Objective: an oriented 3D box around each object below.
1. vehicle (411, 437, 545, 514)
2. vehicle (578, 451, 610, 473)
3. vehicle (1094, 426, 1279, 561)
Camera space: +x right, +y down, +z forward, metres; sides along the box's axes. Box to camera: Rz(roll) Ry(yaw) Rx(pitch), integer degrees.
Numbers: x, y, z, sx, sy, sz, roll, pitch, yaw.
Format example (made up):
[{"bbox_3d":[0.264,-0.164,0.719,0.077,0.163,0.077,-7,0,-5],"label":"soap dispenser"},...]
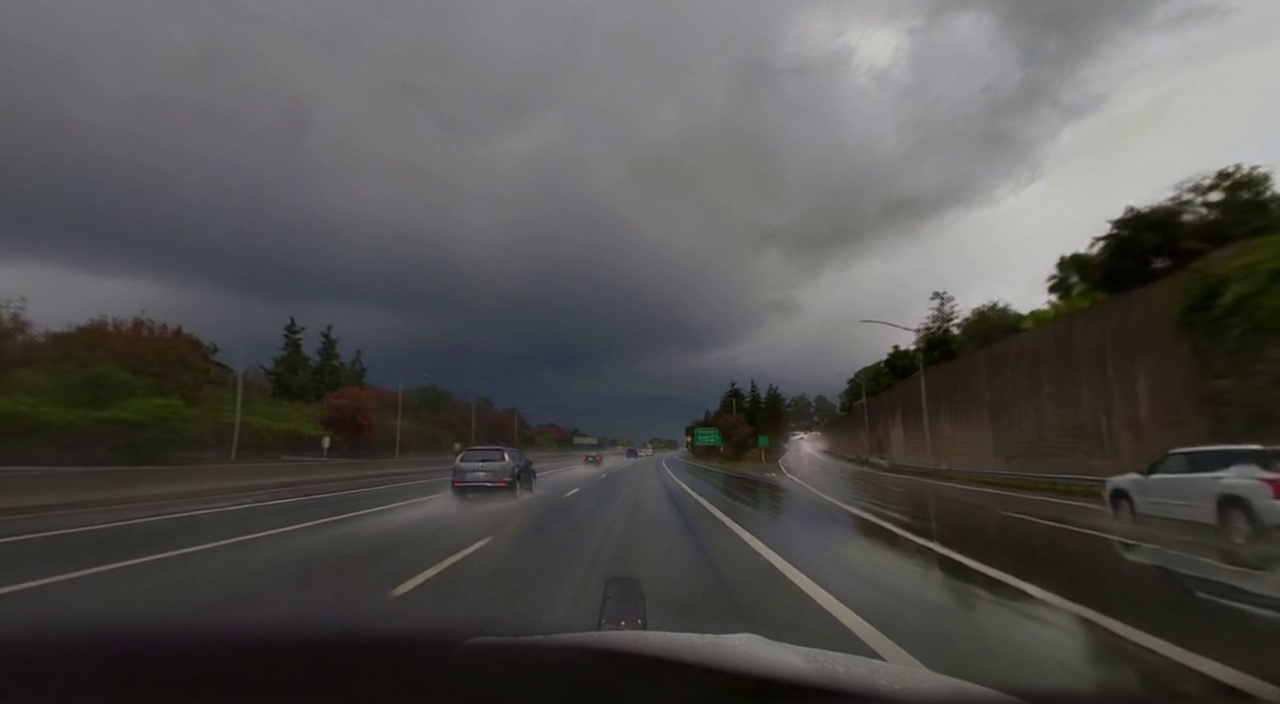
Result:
[{"bbox_3d":[-3.911,3.075,16.156,2.263,1.696,4.321,0,-9,0],"label":"vehicle"},{"bbox_3d":[-3.403,8.149,46.902,1.997,1.540,3.906,0,-9,1],"label":"vehicle"},{"bbox_3d":[8.543,1.797,8.253,2.020,1.548,4.715,-1,-9,6],"label":"vehicle"}]
